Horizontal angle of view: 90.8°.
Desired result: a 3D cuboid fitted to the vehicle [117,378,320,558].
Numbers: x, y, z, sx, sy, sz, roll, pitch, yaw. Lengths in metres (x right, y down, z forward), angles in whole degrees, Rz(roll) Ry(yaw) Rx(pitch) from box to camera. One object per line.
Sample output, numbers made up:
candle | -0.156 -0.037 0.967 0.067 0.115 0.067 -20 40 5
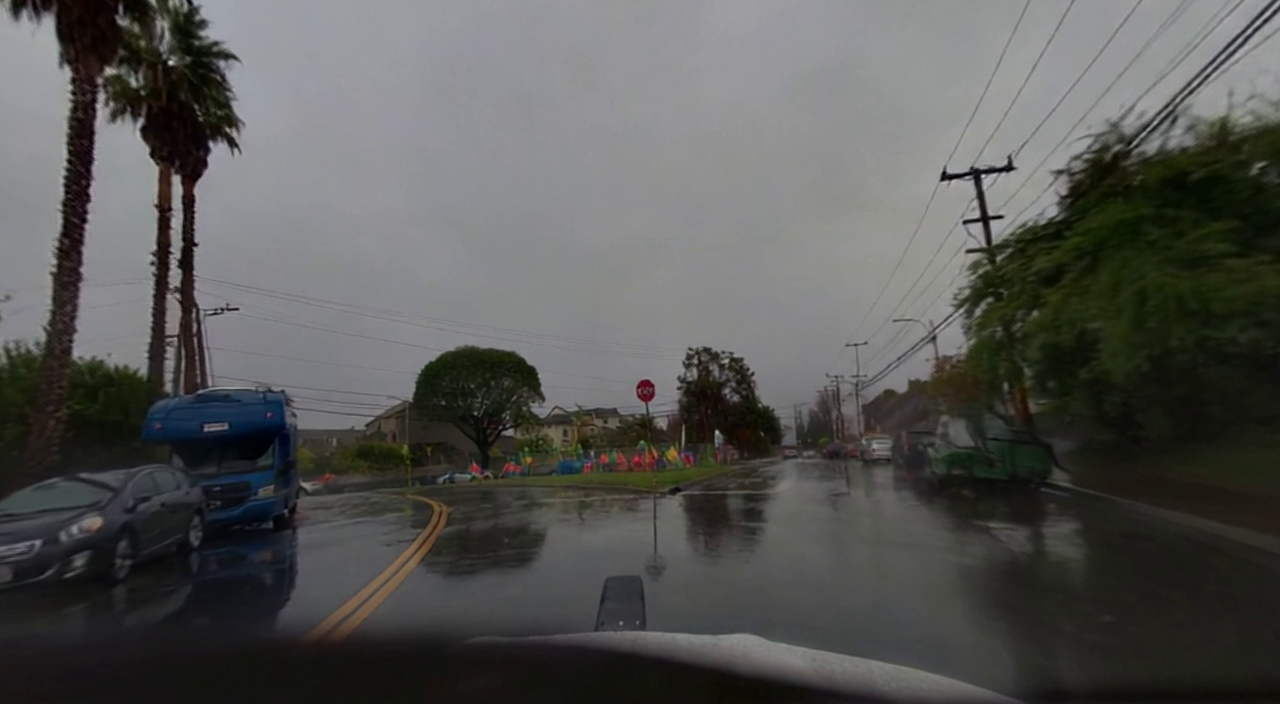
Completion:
vehicle | -11.844 3.123 19.196 3.216 3.720 11.364 0 -7 -24

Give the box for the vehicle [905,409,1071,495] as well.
vehicle | 9.136 2.593 17.357 2.508 1.887 5.930 -4 -7 15

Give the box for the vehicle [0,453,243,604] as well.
vehicle | -8.378 2.557 10.131 2.103 1.599 4.865 0 -7 -16
